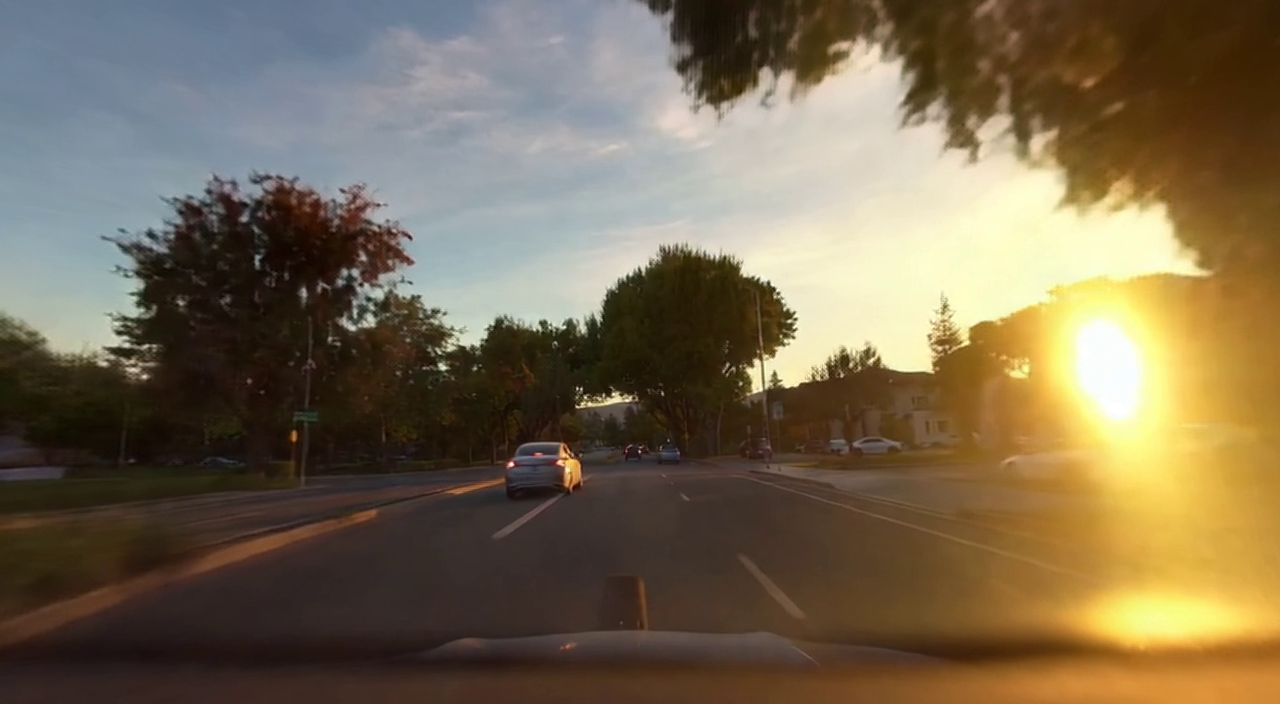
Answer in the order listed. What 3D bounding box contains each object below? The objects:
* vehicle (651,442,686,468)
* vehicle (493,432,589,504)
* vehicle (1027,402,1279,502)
[{"bbox_3d":[1.784,6.629,40.837,2.003,1.614,4.072,0,-9,-1],"label":"vehicle"},{"bbox_3d":[-2.570,3.141,17.622,2.205,1.706,4.904,0,-9,-4],"label":"vehicle"},{"bbox_3d":[11.333,2.140,13.662,4.560,1.842,2.048,-8,-12,43],"label":"vehicle"}]
